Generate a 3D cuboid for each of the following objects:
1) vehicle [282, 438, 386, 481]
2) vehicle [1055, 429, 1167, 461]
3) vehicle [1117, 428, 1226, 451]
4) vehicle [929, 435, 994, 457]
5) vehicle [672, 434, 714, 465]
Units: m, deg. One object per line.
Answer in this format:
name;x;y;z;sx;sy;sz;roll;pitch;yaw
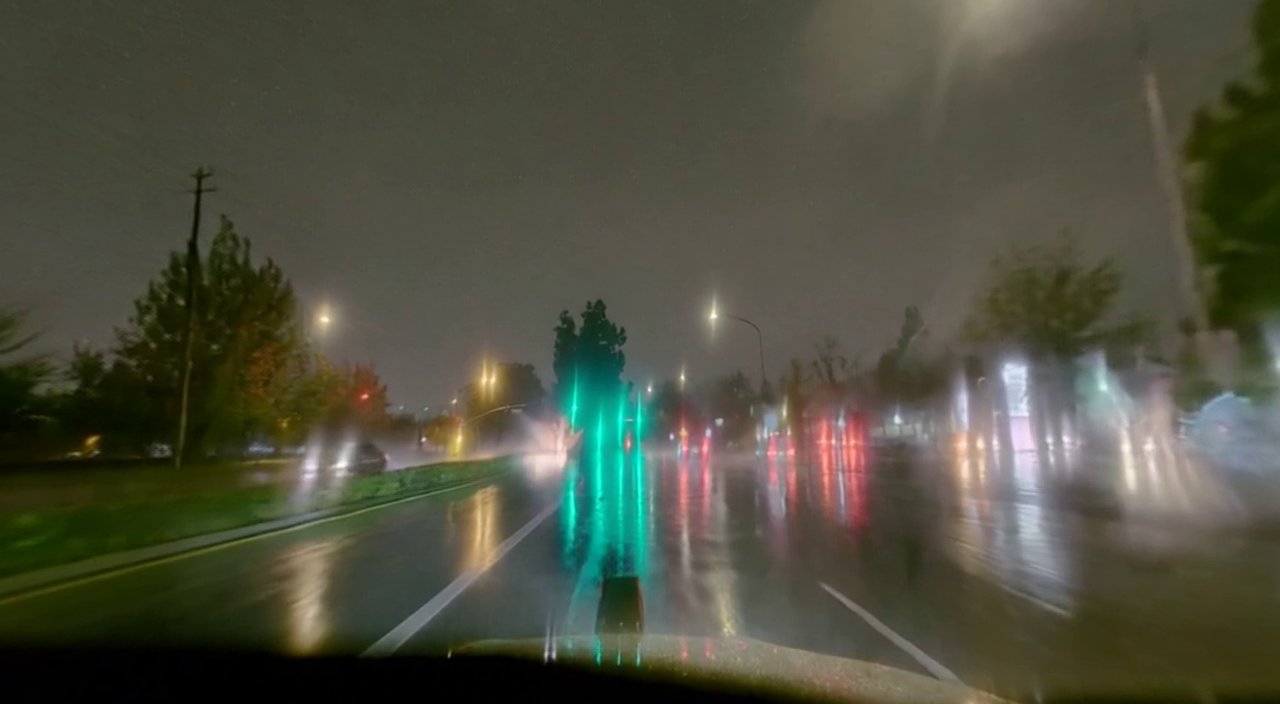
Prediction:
vehicle;-12.773;4.470;26.753;1.975;1.638;4.706;0;-8;1
vehicle;22.970;4.543;30.940;3.845;1.471;2.043;0;-8;0
vehicle;34.512;5.688;41.104;4.993;1.444;2.237;-1;-8;2
vehicle;23.169;6.789;45.628;3.661;1.417;1.783;-1;-8;-1
vehicle;3.198;5.999;39.081;2.069;1.761;4.610;0;-8;-1
